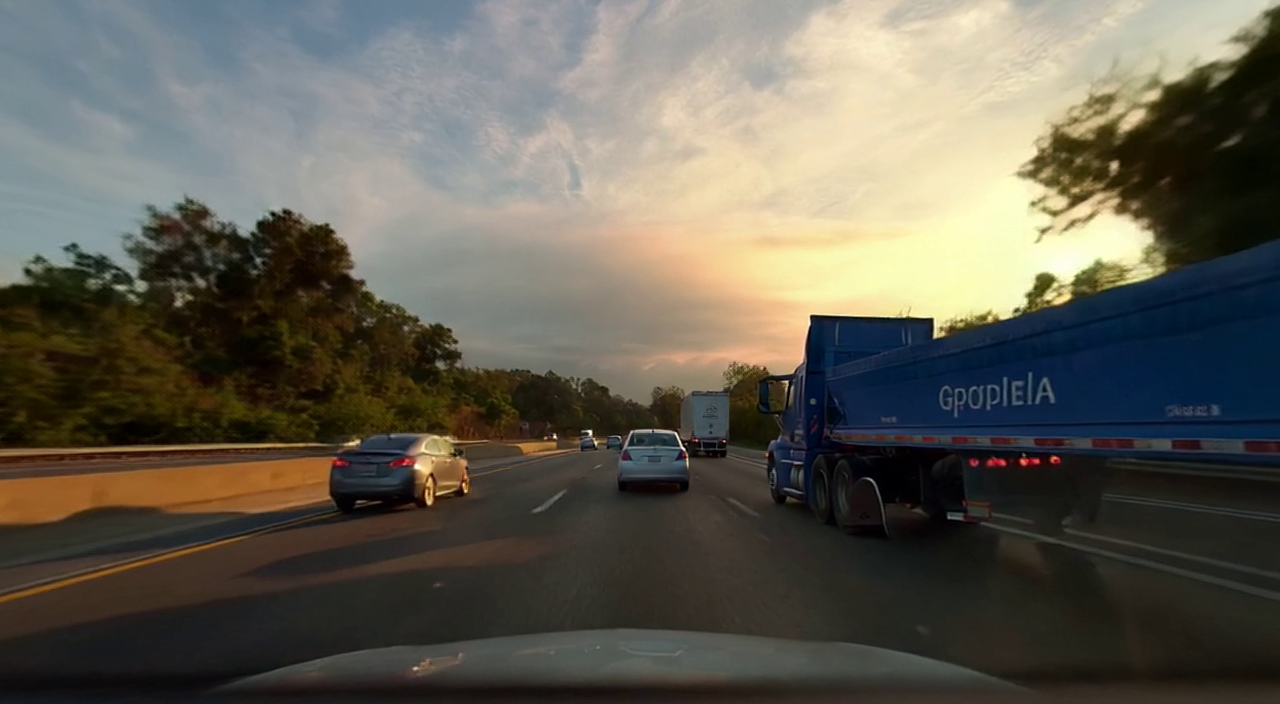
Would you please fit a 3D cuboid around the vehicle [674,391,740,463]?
[{"bbox_3d":[4.159,5.149,42.545,2.869,4.067,13.731,0,-8,0],"label":"vehicle"}]

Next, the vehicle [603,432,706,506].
[{"bbox_3d":[0.278,2.545,14.254,2.021,1.435,3.611,0,-8,0],"label":"vehicle"}]

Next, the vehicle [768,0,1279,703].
[{"bbox_3d":[4.218,0.138,6.120,2.816,4.070,14.136,0,-8,-1],"label":"vehicle"}]

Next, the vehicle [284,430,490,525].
[{"bbox_3d":[-4.428,2.228,11.946,2.048,1.452,4.430,0,-8,0],"label":"vehicle"}]
